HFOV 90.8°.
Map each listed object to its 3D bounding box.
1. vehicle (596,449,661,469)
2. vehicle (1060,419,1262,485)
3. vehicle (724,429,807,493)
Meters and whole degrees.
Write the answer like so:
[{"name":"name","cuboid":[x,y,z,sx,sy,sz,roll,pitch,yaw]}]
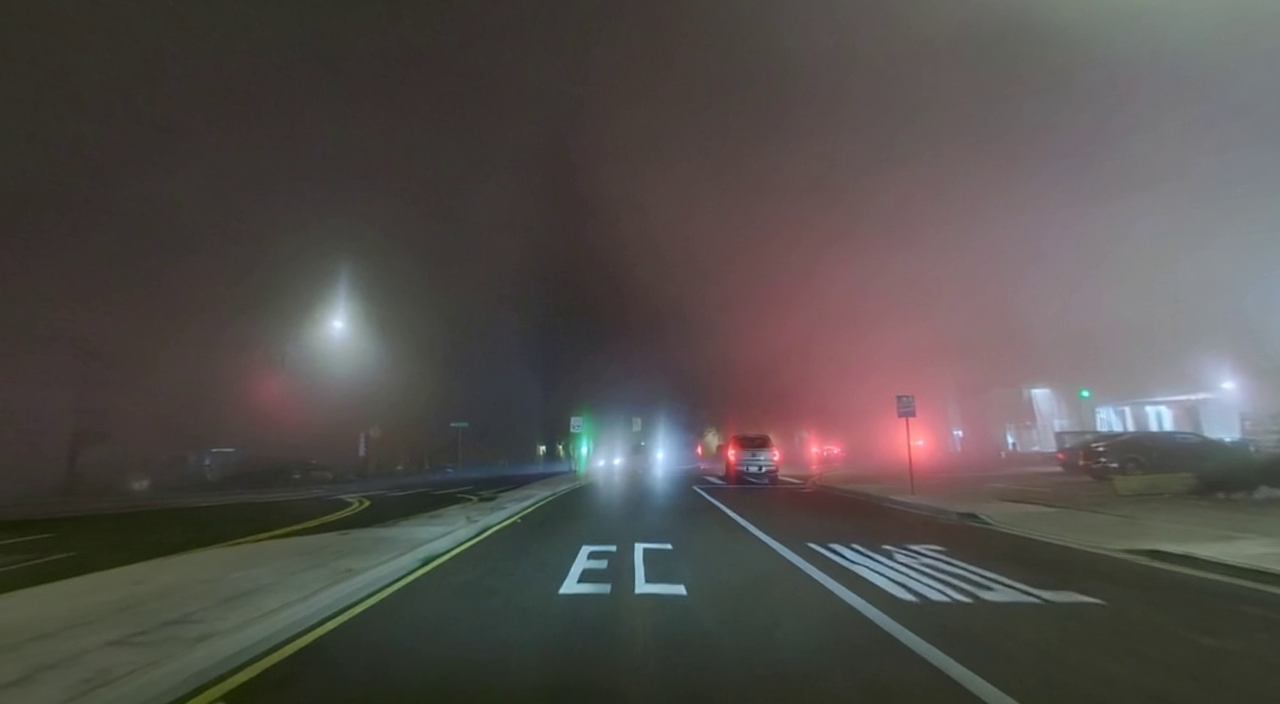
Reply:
[{"name":"vehicle","cuboid":[-0.878,8.165,48.410,4.633,1.467,1.842,-4,-9,23]},{"name":"vehicle","cuboid":[17.680,3.397,21.723,4.765,1.678,2.228,-5,-4,7]},{"name":"vehicle","cuboid":[4.205,3.741,22.093,2.402,1.922,5.677,-1,-9,7]}]
